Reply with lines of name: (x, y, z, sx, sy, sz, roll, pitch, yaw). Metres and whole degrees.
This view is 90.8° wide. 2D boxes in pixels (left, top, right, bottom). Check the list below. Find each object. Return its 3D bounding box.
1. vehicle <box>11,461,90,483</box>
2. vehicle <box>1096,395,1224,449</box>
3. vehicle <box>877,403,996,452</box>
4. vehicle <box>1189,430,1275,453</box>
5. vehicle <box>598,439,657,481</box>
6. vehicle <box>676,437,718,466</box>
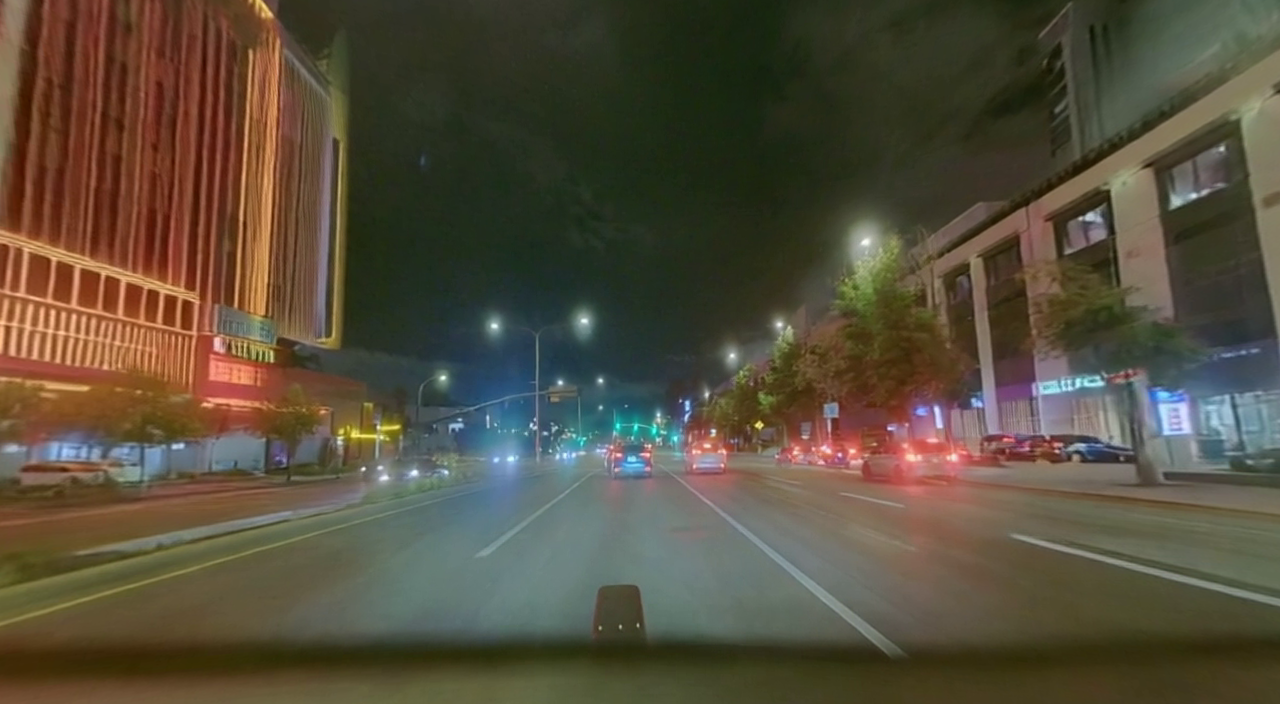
vehicle: (-42.955, 8.737, 46.080, 3.776, 1.466, 1.846, 0, -8, -2)
vehicle: (33.147, 4.608, 40.628, 2.744, 3.127, 6.009, 0, -10, -2)
vehicle: (21.082, 5.440, 45.206, 7.049, 3.319, 2.728, 0, -8, -1)
vehicle: (38.362, 5.832, 41.085, 1.656, 1.427, 4.042, 0, -8, 1)
vehicle: (-0.480, 4.181, 24.743, 2.110, 1.476, 4.294, 0, -8, -1)
vehicle: (3.492, 6.185, 39.519, 2.100, 1.683, 4.231, 0, -8, -1)
